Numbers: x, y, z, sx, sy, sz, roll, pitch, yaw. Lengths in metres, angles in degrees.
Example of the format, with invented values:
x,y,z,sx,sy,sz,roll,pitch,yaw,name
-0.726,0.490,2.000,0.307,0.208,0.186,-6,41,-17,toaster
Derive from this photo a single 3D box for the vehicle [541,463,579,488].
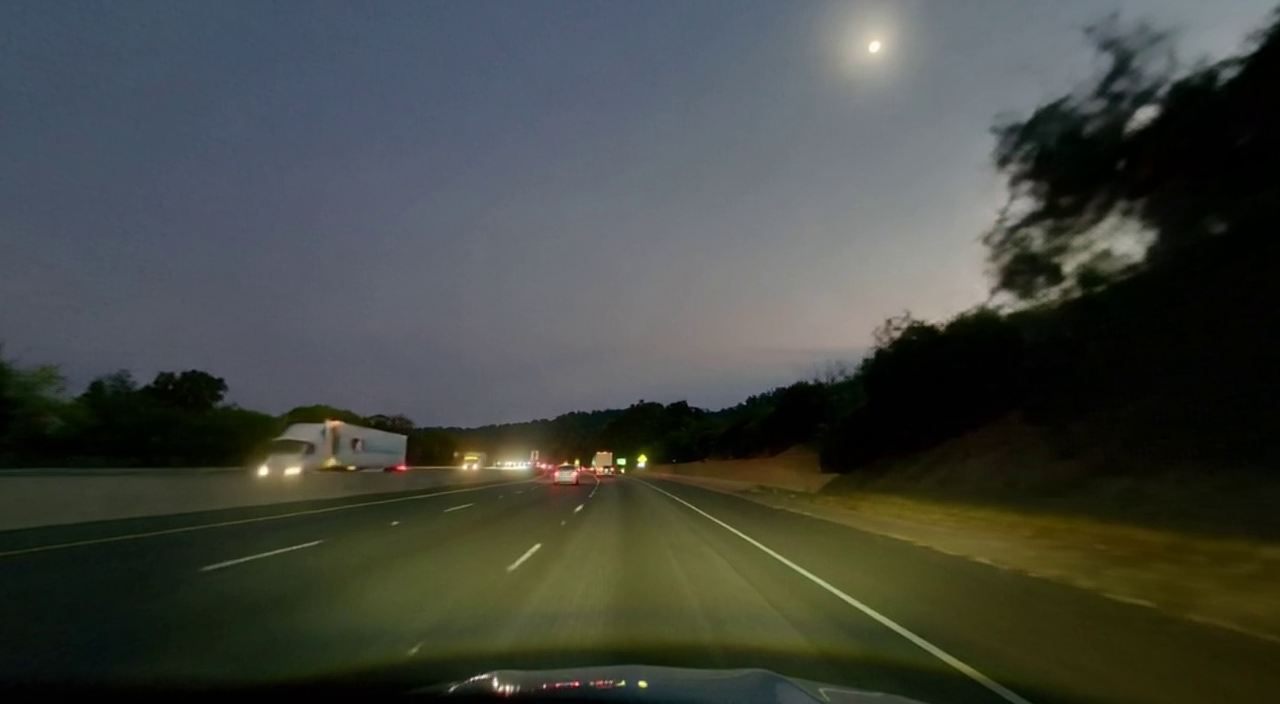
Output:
x,y,z,sx,sy,sz,roll,pitch,yaw,name
-5.383,8.406,42.974,2.115,1.546,4.638,1,-10,-2,vehicle

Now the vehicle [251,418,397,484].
x,y,z,sx,sy,sz,roll,pitch,yaw,name
-22.514,7.549,46.790,2.868,3.983,16.567,1,-10,-2,vehicle
